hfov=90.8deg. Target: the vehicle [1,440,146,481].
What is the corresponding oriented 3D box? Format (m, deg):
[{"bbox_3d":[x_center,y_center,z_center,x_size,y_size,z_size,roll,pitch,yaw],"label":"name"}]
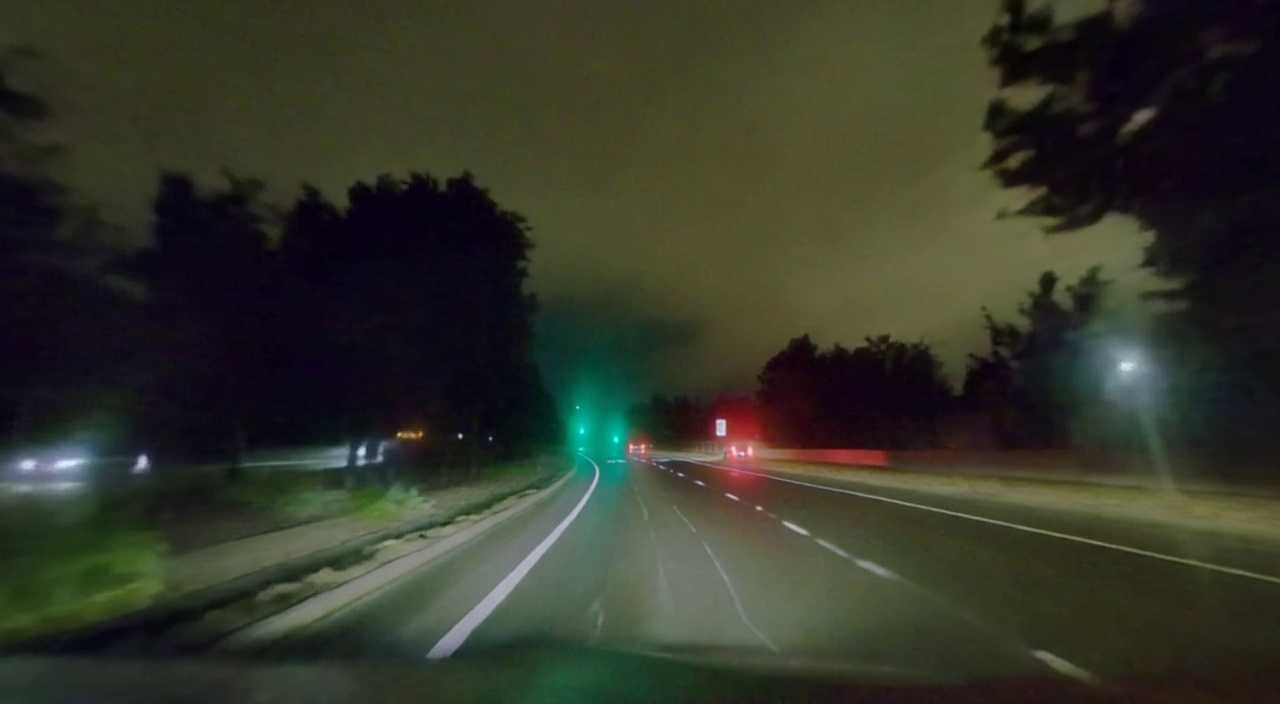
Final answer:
[{"bbox_3d":[-22.273,4.266,25.127,1.826,1.473,4.374,0,-9,-2],"label":"vehicle"}]
